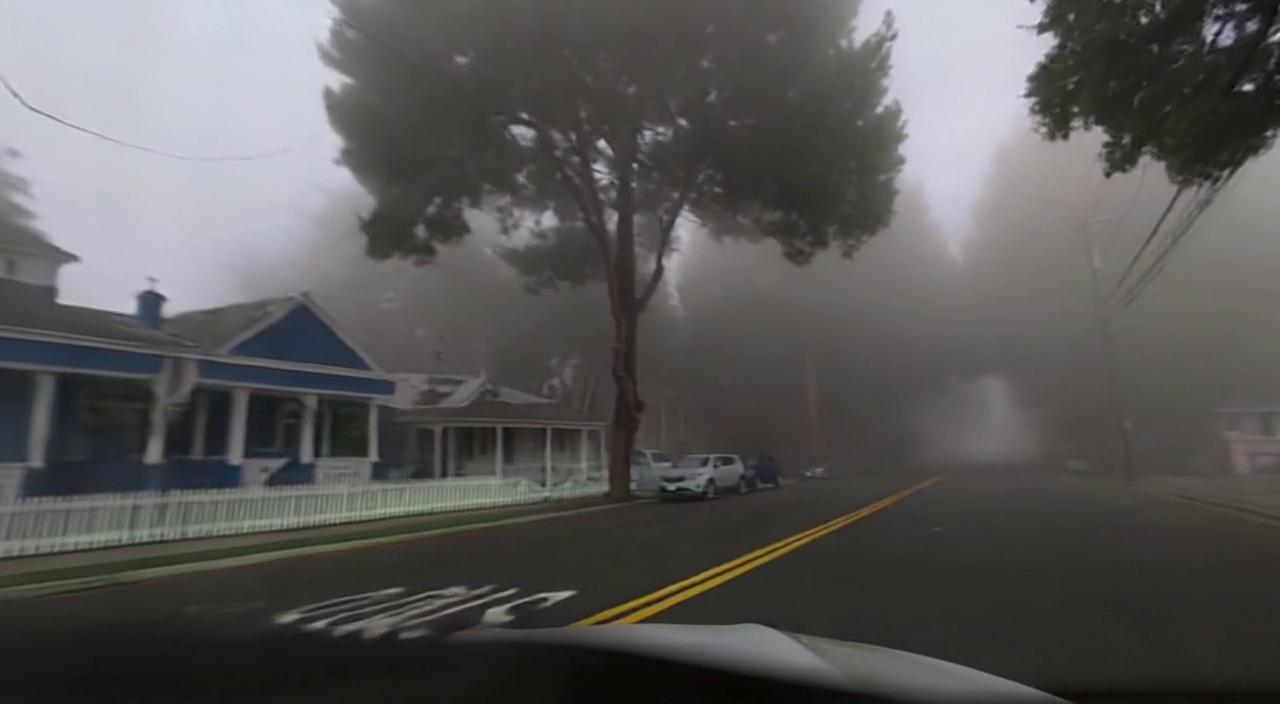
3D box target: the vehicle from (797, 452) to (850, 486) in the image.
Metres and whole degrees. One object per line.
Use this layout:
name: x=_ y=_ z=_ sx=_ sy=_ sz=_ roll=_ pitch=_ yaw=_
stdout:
vehicle: x=10.654 y=6.723 z=36.551 sx=1.970 sy=1.785 sz=4.274 roll=-5 pitch=-10 yaw=29

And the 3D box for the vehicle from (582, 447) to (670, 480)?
vehicle: x=-0.804 y=6.227 z=35.613 sx=4.492 sy=1.725 sz=2.033 roll=-4 pitch=-9 yaw=26

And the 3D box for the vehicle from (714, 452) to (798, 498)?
vehicle: x=4.964 y=5.097 z=26.622 sx=1.913 sy=1.723 sz=4.318 roll=-6 pitch=-10 yaw=32

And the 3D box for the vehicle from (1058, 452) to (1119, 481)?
vehicle: x=25.493 y=6.513 z=36.081 sx=2.052 sy=1.476 sz=4.438 roll=-7 pitch=-11 yaw=26

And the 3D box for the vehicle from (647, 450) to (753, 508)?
vehicle: x=2.221 y=4.347 z=22.203 sx=1.975 sy=1.775 sz=4.509 roll=-5 pitch=-10 yaw=30
